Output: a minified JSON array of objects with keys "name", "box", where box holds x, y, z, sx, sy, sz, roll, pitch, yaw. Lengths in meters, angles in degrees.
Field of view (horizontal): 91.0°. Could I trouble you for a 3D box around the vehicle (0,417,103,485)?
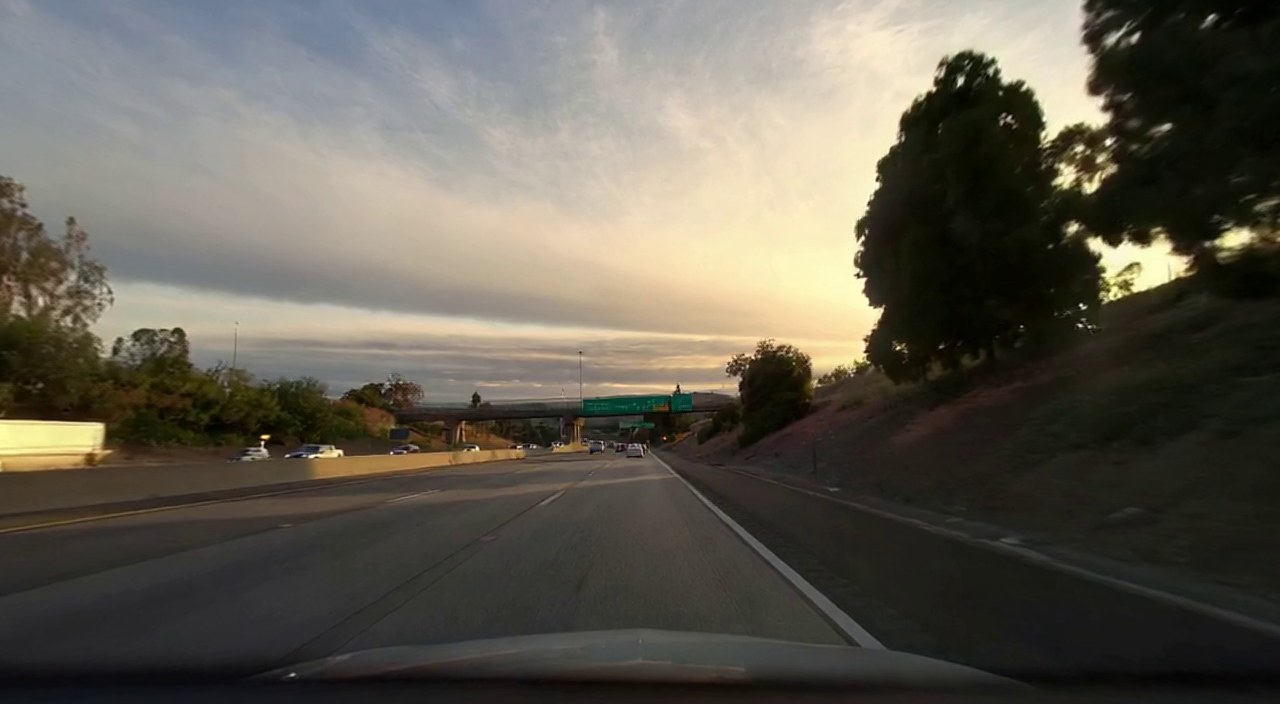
[{"name":"vehicle","box":[-32.740,5.063,32.331,2.930,3.265,8.212,0,-8,0]}]
